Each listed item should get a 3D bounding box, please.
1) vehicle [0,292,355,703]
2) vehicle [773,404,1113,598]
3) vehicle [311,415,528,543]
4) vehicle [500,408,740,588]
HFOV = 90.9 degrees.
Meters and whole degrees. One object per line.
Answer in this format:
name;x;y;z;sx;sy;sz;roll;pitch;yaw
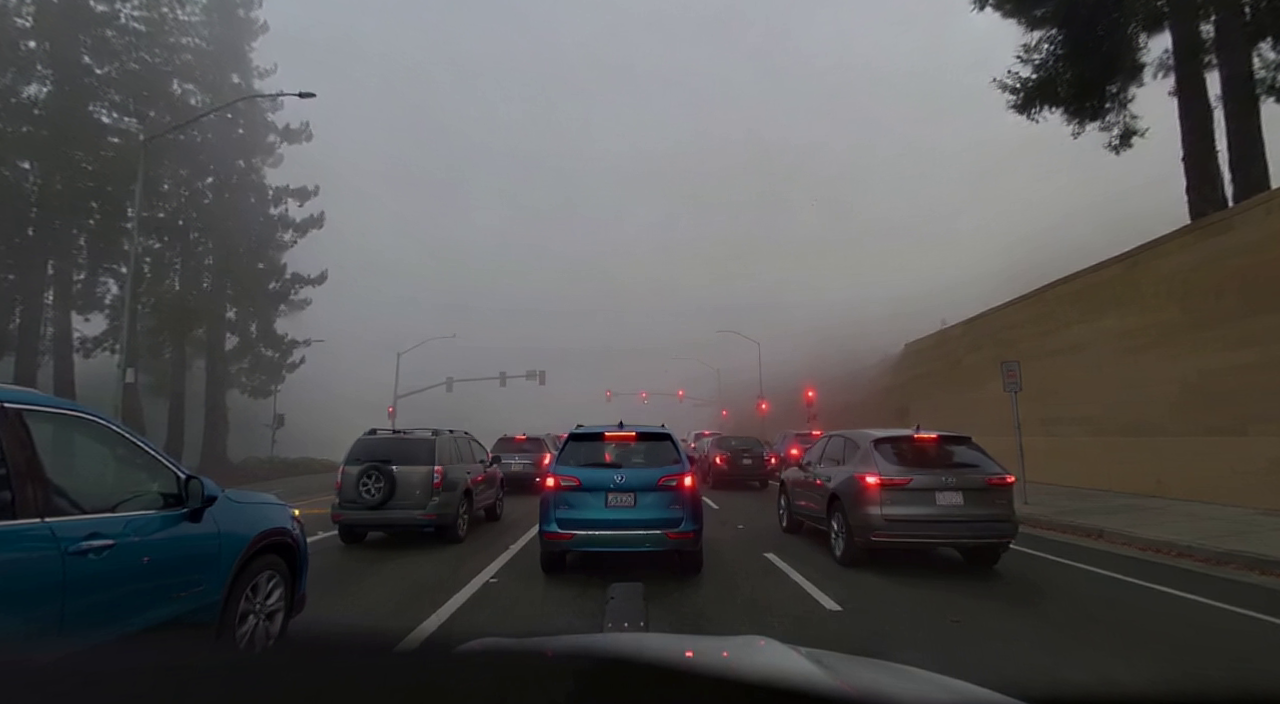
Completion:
vehicle;-3.511;0.833;3.117;2.070;1.913;4.450;0;-8;0
vehicle;3.145;1.632;7.793;2.029;1.702;4.281;0;-8;0
vehicle;-3.487;2.108;11.138;2.067;1.759;4.631;0;-8;1
vehicle;-0.157;1.657;7.947;2.245;1.677;3.913;0;-8;1
